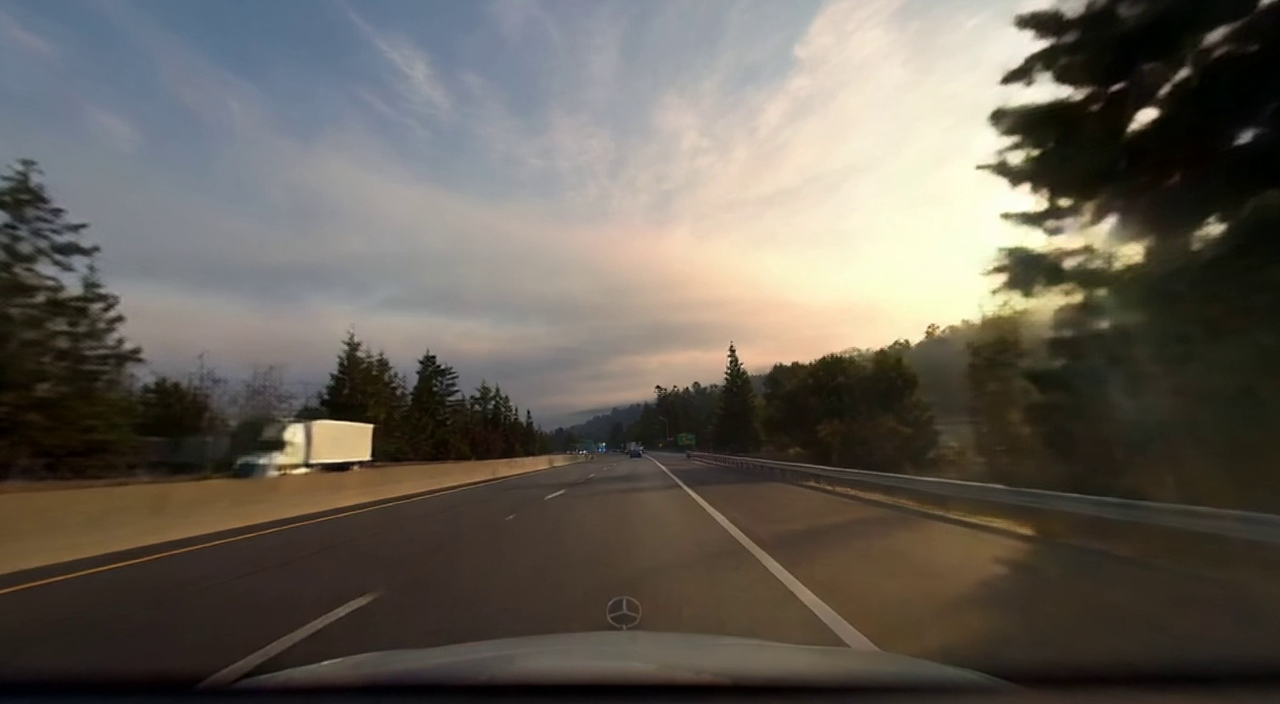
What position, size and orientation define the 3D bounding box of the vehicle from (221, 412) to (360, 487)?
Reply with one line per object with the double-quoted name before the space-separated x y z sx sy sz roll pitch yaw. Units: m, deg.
"vehicle" -17.185 4.918 31.745 2.673 3.263 7.575 -1 -9 -1
